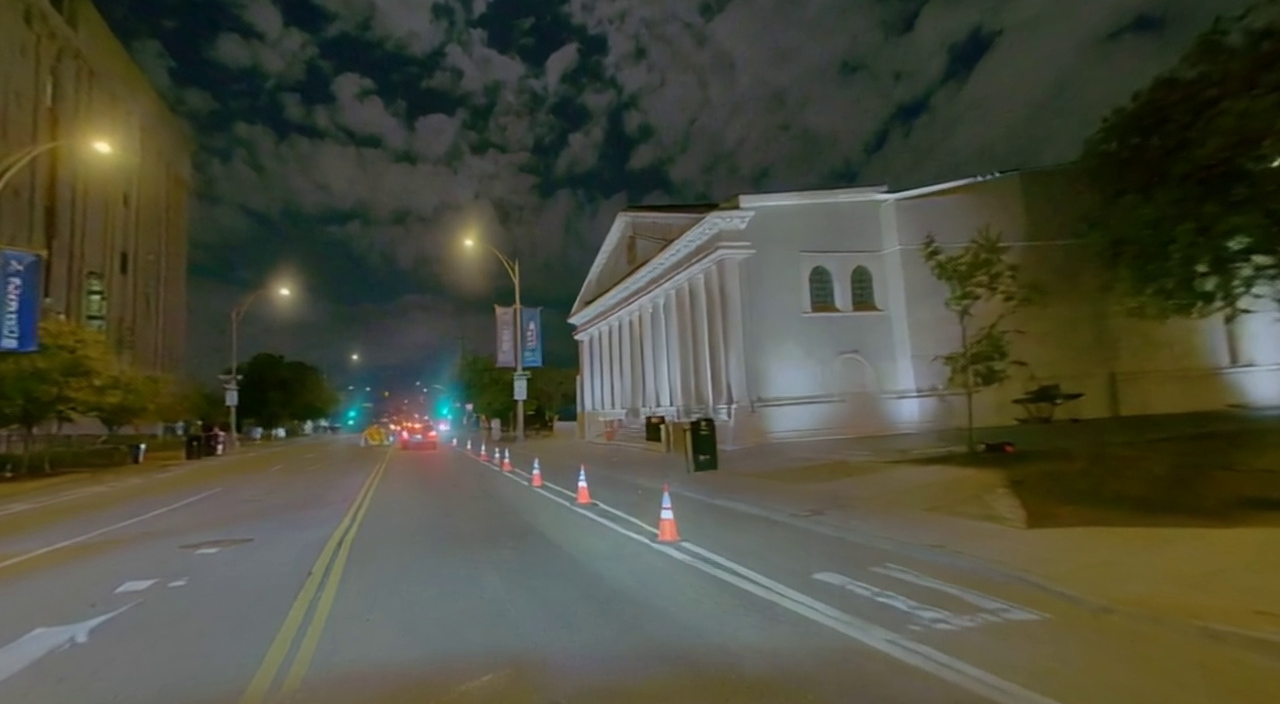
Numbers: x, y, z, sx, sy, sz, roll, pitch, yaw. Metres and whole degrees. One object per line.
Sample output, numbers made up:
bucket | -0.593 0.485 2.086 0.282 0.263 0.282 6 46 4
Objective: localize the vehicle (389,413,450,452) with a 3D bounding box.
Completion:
vehicle | -9.533 3.428 27.017 2.216 1.492 4.725 2 -8 -22
